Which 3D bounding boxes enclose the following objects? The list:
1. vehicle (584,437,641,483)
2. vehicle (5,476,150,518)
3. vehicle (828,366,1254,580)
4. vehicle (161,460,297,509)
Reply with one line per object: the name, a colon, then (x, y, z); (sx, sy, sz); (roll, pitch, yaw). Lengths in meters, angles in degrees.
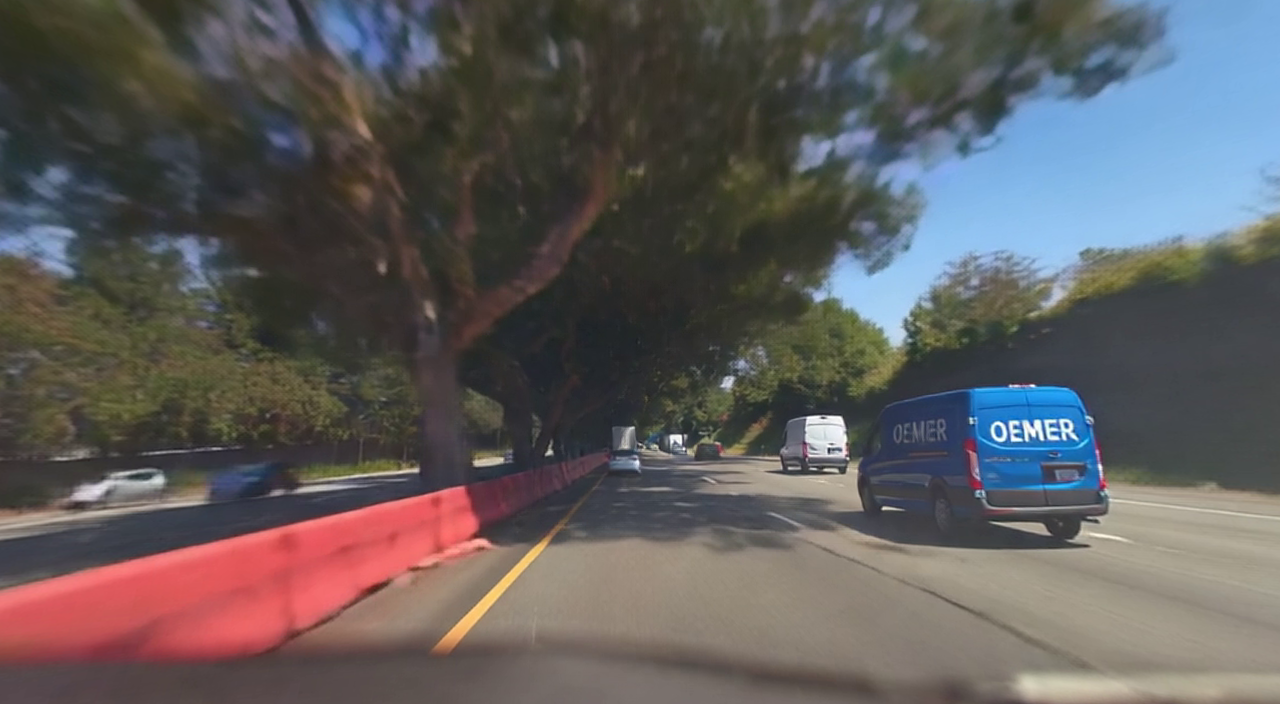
vehicle: (-1.066, 4.227, 24.902); (2.100, 1.636, 3.620); (0, -8, -2)
vehicle: (-22.137, 5.705, 25.046); (1.889, 1.501, 4.156); (0, -11, 0)
vehicle: (4.598, 1.510, 8.599); (2.223, 2.008, 5.121); (0, -8, -3)
vehicle: (-14.624, 4.714, 22.776); (1.876, 1.451, 4.620); (0, -9, -1)
